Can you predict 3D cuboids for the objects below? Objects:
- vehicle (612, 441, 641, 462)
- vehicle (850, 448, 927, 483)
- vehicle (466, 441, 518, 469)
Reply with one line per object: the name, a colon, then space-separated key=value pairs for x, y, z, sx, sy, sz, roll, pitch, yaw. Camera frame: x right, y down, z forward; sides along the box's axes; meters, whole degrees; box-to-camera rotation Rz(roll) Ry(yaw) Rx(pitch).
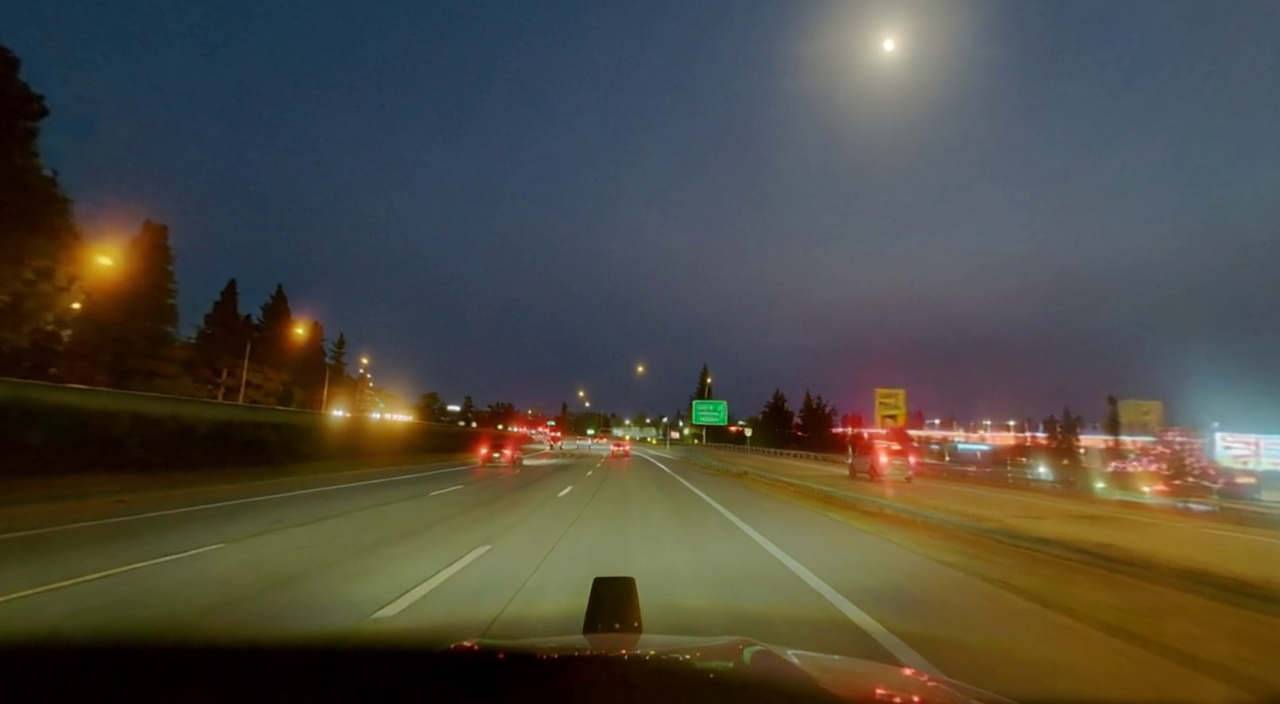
vehicle: x=-1.065 y=7.349 z=46.746 sx=2.038 sy=1.414 sz=4.357 roll=0 pitch=-9 yaw=-2
vehicle: x=13.739 y=6.269 z=35.194 sx=2.023 sy=1.782 sz=4.193 roll=1 pitch=-9 yaw=-10
vehicle: x=-8.372 y=5.854 z=36.156 sx=2.009 sy=1.454 sz=4.250 roll=0 pitch=-9 yaw=-1
